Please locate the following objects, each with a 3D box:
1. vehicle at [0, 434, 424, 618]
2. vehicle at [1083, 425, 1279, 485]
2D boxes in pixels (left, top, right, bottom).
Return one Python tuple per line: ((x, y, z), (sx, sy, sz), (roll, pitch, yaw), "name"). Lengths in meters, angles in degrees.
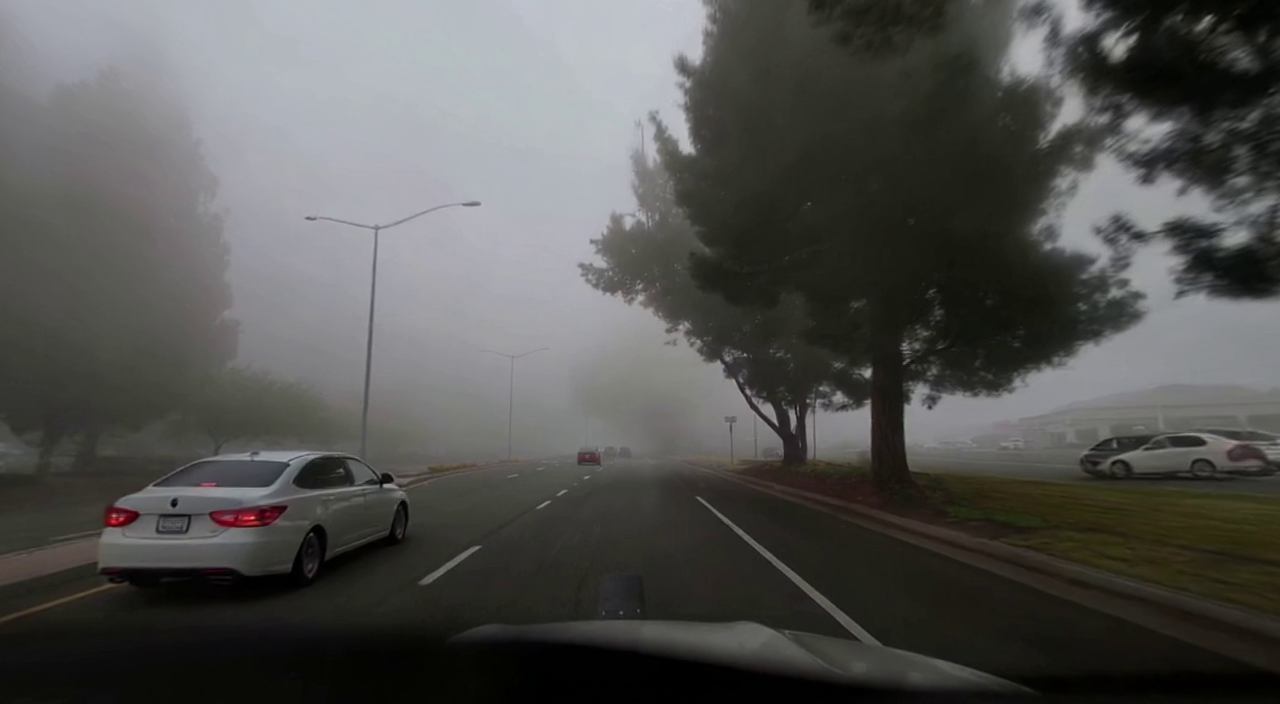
((-4.284, 1.738, 7.377), (2.003, 1.454, 4.484), (0, -9, -1), "vehicle")
((16.461, 3.094, 19.051), (4.503, 1.668, 2.185), (0, -9, -1), "vehicle")
